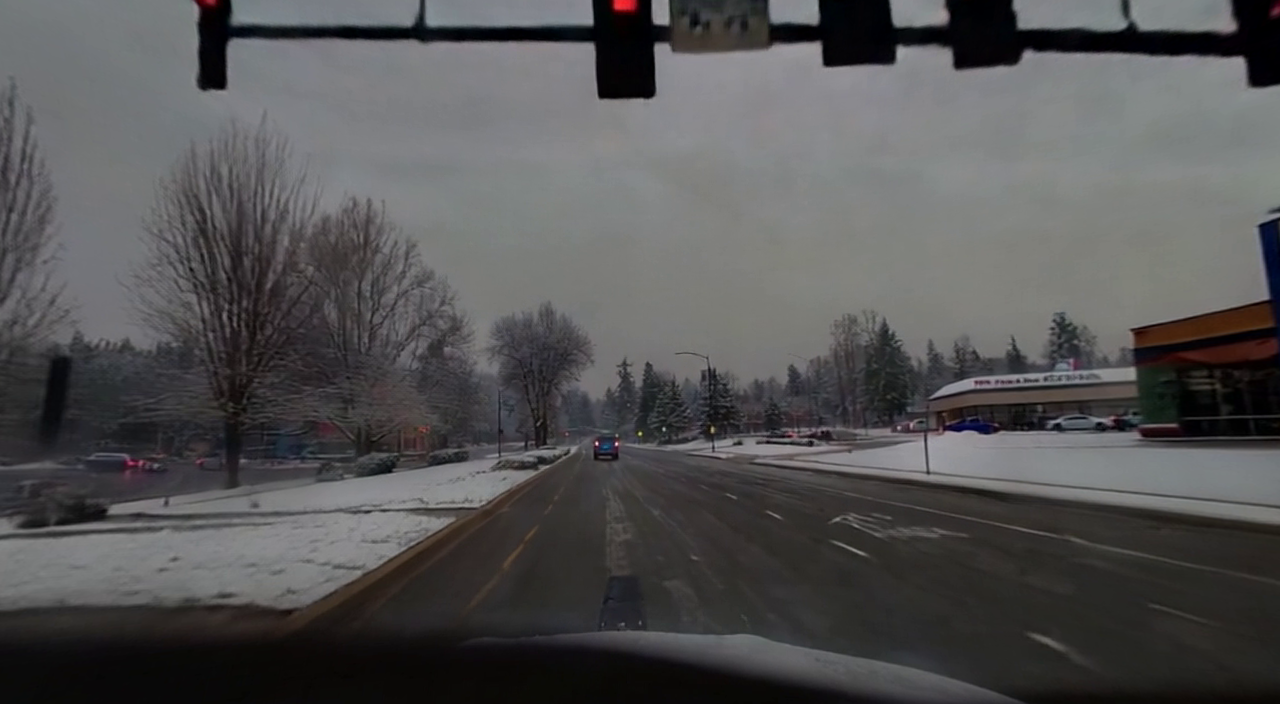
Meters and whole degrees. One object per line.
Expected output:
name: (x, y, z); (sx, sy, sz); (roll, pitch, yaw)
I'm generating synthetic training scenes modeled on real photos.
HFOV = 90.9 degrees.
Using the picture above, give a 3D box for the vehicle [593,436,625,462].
vehicle: (-2.345, 7.195, 46.956); (2.146, 1.814, 5.110); (1, -8, -5)
